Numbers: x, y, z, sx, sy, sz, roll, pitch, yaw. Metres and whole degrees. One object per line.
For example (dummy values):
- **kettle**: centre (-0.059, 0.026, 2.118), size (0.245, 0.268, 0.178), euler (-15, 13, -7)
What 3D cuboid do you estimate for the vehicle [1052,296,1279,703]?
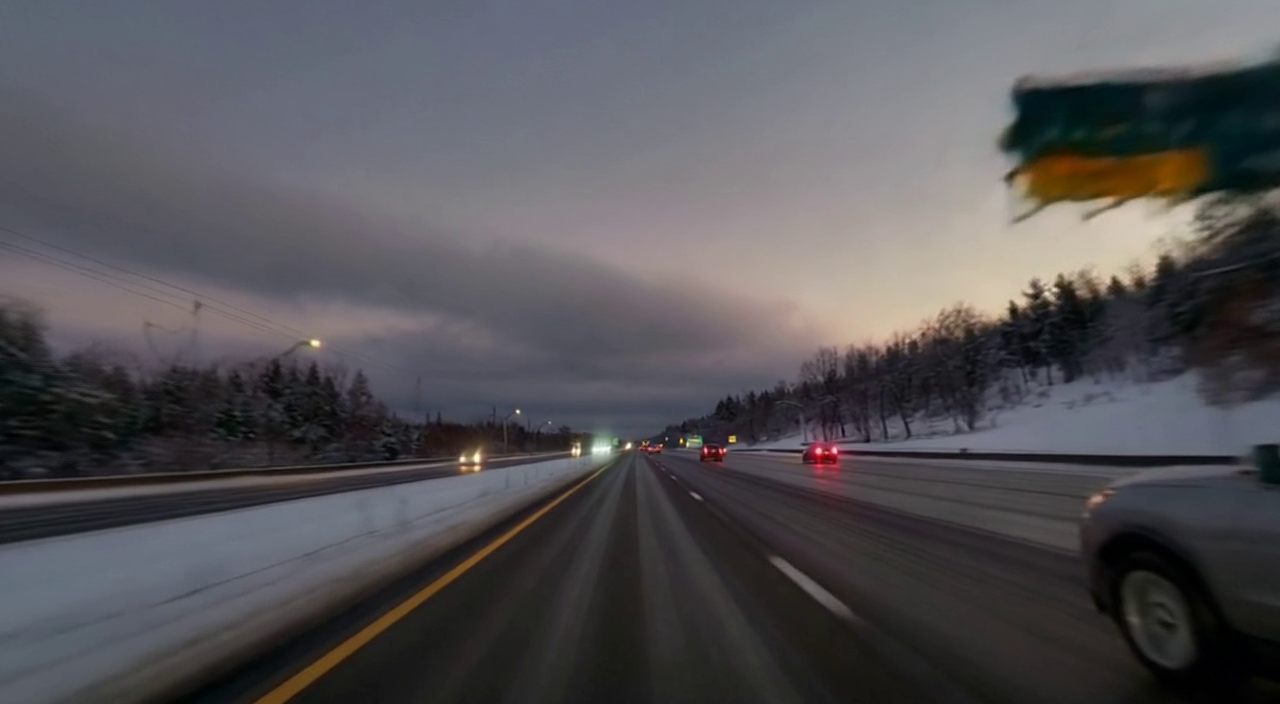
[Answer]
- **vehicle**: centre (3.564, 0.534, 1.190), size (2.207, 1.850, 4.875), euler (0, -9, 0)
